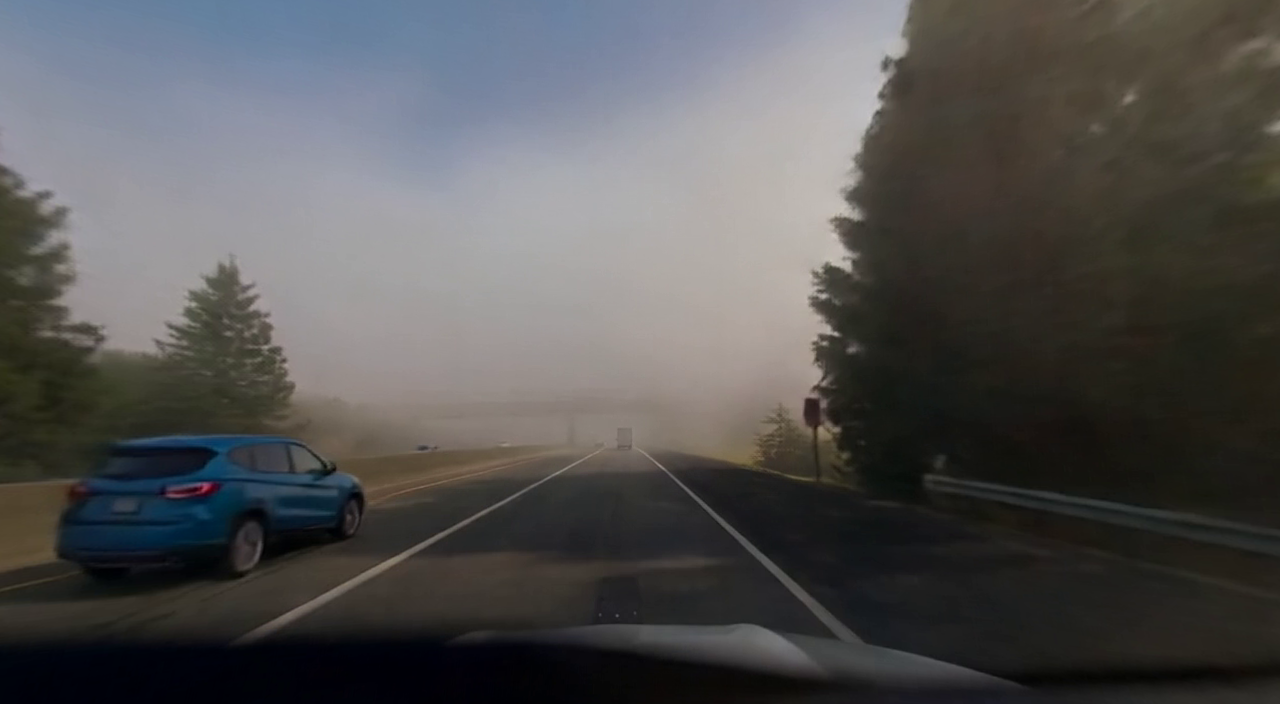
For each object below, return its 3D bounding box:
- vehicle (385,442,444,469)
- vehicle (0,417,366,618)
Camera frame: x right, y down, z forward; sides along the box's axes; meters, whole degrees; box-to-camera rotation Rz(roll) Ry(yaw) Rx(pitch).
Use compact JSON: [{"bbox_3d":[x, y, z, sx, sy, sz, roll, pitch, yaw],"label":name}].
[{"bbox_3d":[-13.679,6.307,38.532,1.936,1.472,4.802,0,-8,-1],"label":"vehicle"},{"bbox_3d":[-4.748,1.511,6.740,1.965,1.513,3.774,0,-8,-1],"label":"vehicle"}]
